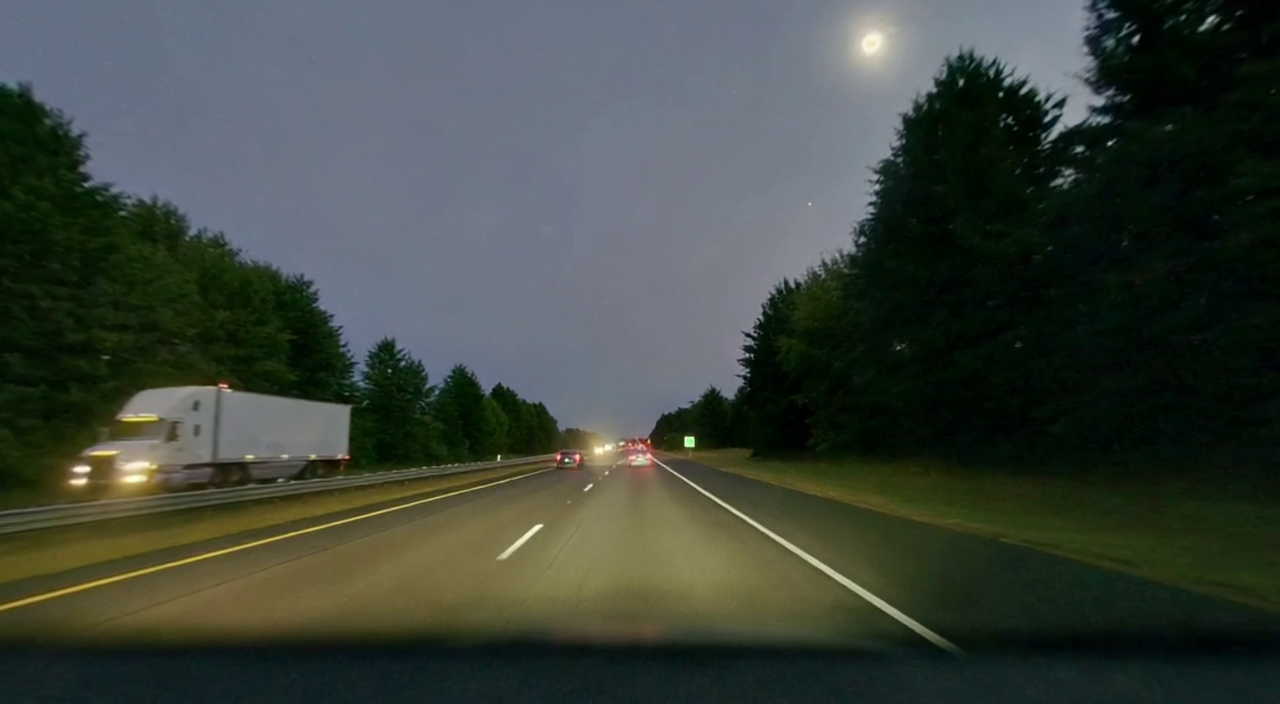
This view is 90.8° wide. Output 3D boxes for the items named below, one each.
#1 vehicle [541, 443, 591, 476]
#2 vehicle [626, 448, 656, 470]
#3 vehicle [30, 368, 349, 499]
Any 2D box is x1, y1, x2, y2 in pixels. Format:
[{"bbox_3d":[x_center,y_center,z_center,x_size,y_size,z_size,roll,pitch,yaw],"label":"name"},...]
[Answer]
[{"bbox_3d":[-3.888,5.756,33.963,2.182,1.629,4.263,0,-9,0],"label":"vehicle"},{"bbox_3d":[0.088,7.605,45.193,2.046,1.452,4.407,0,-9,0],"label":"vehicle"},{"bbox_3d":[-16.814,3.495,26.128,2.854,3.933,14.220,0,-9,-1],"label":"vehicle"}]
